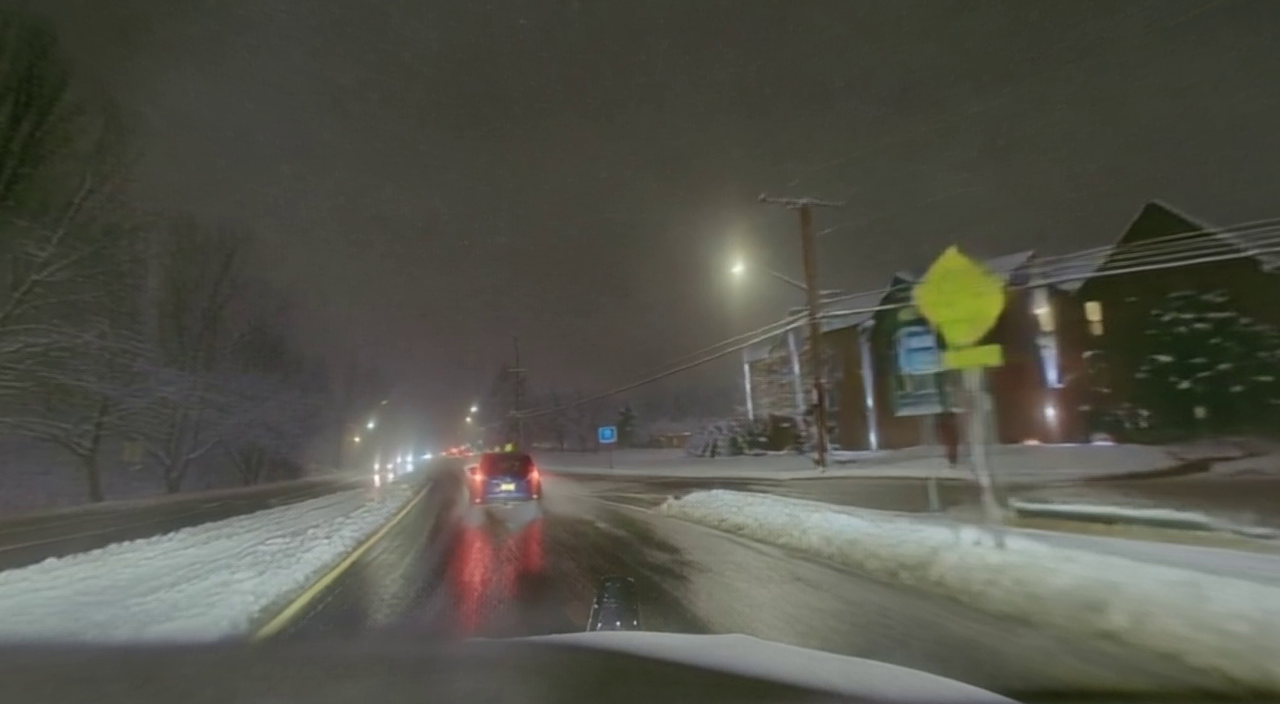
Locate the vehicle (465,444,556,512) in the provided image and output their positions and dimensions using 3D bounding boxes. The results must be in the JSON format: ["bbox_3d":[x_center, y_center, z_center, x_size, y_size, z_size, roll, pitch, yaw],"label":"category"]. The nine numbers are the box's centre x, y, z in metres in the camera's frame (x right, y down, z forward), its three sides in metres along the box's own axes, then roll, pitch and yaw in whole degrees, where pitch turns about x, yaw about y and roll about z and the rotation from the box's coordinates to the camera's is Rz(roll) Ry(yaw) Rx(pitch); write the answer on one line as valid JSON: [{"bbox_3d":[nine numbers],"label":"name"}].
[{"bbox_3d":[-3.491,3.211,16.410,2.014,1.525,3.670,2,-9,-16],"label":"vehicle"}]
